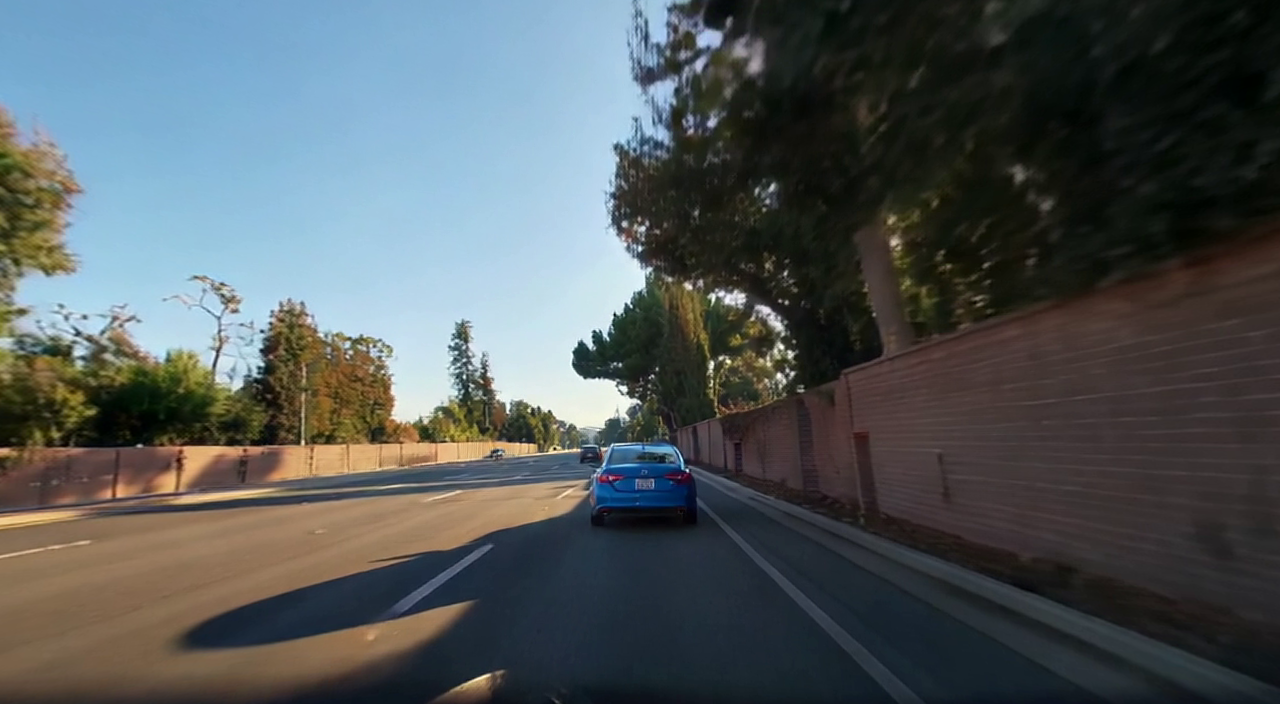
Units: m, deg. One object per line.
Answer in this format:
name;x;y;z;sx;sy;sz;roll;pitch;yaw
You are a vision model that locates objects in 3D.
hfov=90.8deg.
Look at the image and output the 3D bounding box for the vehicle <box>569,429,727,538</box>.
vehicle;0.069;2.154;11.016;2.205;1.509;4.272;0;-8;-1
